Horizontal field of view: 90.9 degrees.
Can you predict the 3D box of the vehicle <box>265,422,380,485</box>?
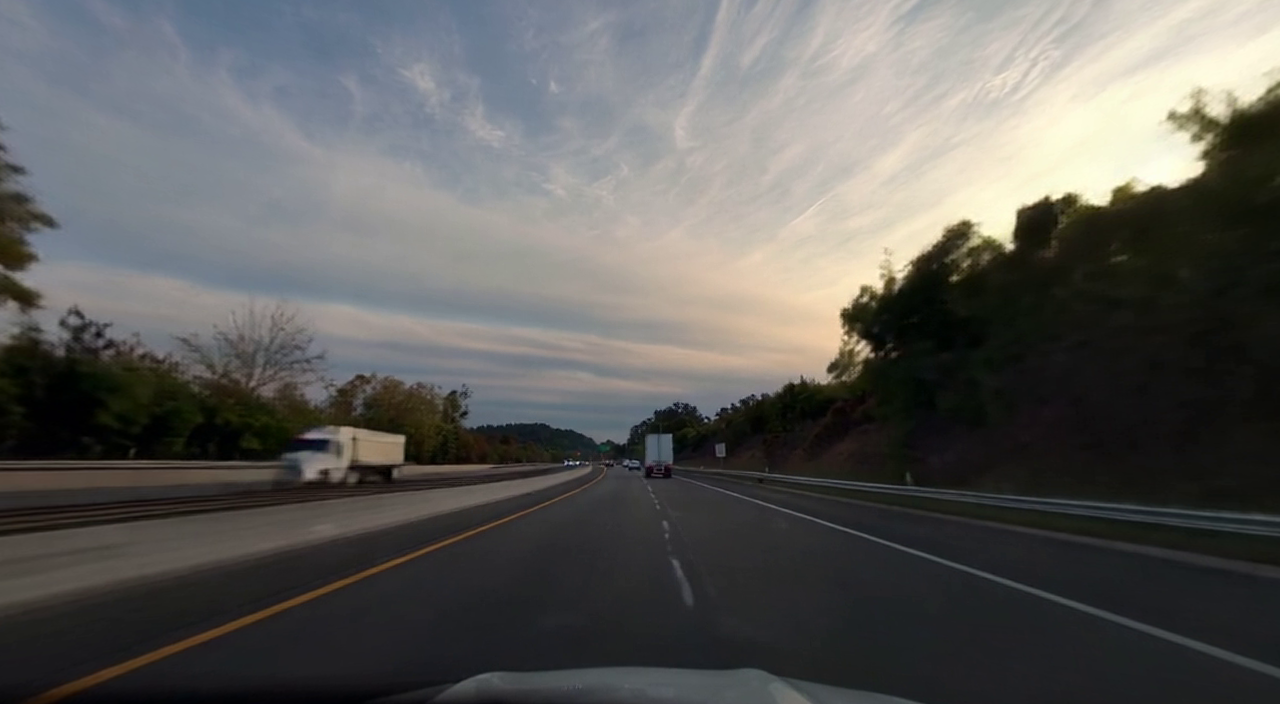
[{"bbox_3d":[-14.927,4.910,30.184,2.238,2.652,6.100,1,-10,0],"label":"vehicle"}]
